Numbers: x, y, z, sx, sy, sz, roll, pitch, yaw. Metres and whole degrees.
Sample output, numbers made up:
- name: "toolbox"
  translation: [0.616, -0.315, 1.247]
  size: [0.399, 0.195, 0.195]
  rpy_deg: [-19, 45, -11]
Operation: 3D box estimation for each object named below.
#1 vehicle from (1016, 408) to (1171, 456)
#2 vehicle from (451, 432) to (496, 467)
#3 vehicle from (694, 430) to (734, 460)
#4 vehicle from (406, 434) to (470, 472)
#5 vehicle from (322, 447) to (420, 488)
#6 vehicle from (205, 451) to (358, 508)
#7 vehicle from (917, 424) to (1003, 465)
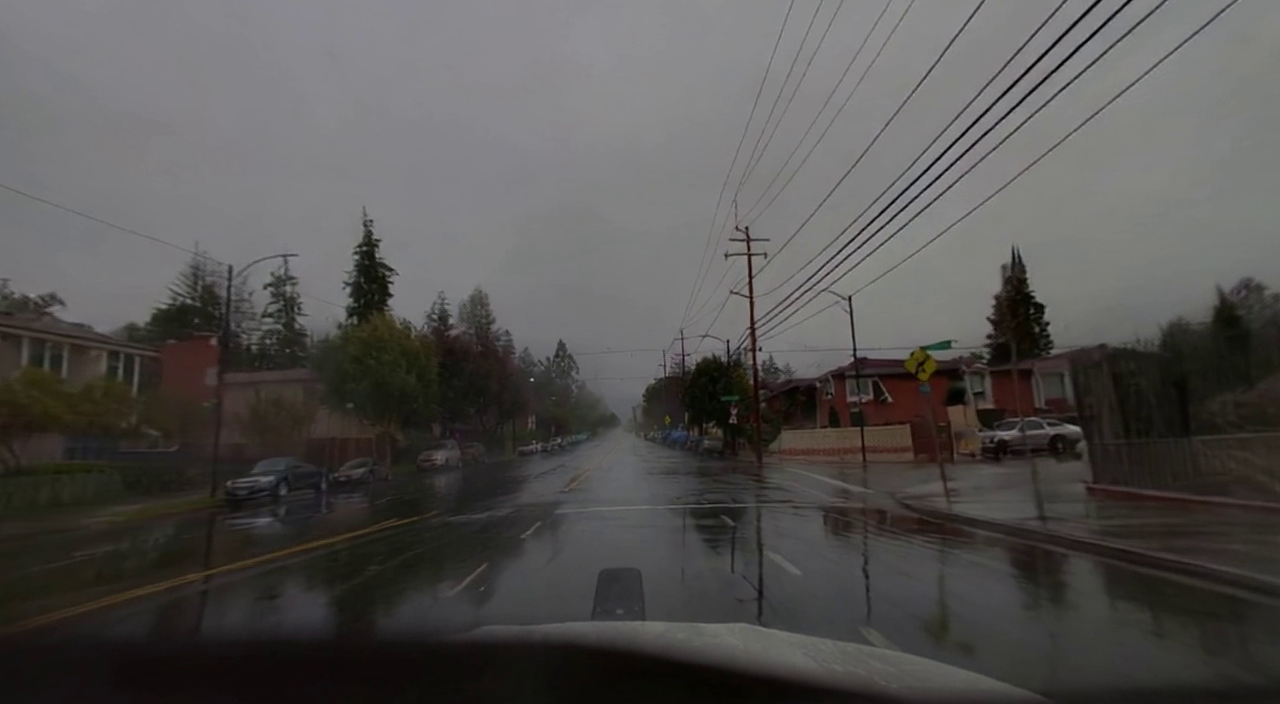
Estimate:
- name: "vehicle"
  translation: [19.397, 3.468, 27.226]
  size: [4.973, 1.974, 2.140]
  rpy_deg: [1, -9, -1]
- name: "vehicle"
  translation: [-11.349, 6.637, 43.258]
  size: [1.926, 1.998, 4.447]
  rpy_deg: [-4, -6, -1]
- name: "vehicle"
  translation: [4.302, 5.499, 37.376]
  size: [1.867, 1.680, 4.176]
  rpy_deg: [0, -8, 0]
- name: "vehicle"
  translation: [-11.200, 5.630, 35.372]
  size: [2.056, 1.980, 4.763]
  rpy_deg: [0, -8, -1]
- name: "vehicle"
  translation: [-11.138, 4.776, 26.599]
  size: [2.082, 1.540, 4.654]
  rpy_deg: [0, -8, 0]
- name: "vehicle"
  translation: [-11.122, 3.957, 20.107]
  size: [1.970, 1.523, 4.702]
  rpy_deg: [-1, -8, 2]
- name: "vehicle"
  translation: [13.824, 3.939, 27.141]
  size: [2.122, 1.474, 4.313]
  rpy_deg: [-10, -10, 41]
